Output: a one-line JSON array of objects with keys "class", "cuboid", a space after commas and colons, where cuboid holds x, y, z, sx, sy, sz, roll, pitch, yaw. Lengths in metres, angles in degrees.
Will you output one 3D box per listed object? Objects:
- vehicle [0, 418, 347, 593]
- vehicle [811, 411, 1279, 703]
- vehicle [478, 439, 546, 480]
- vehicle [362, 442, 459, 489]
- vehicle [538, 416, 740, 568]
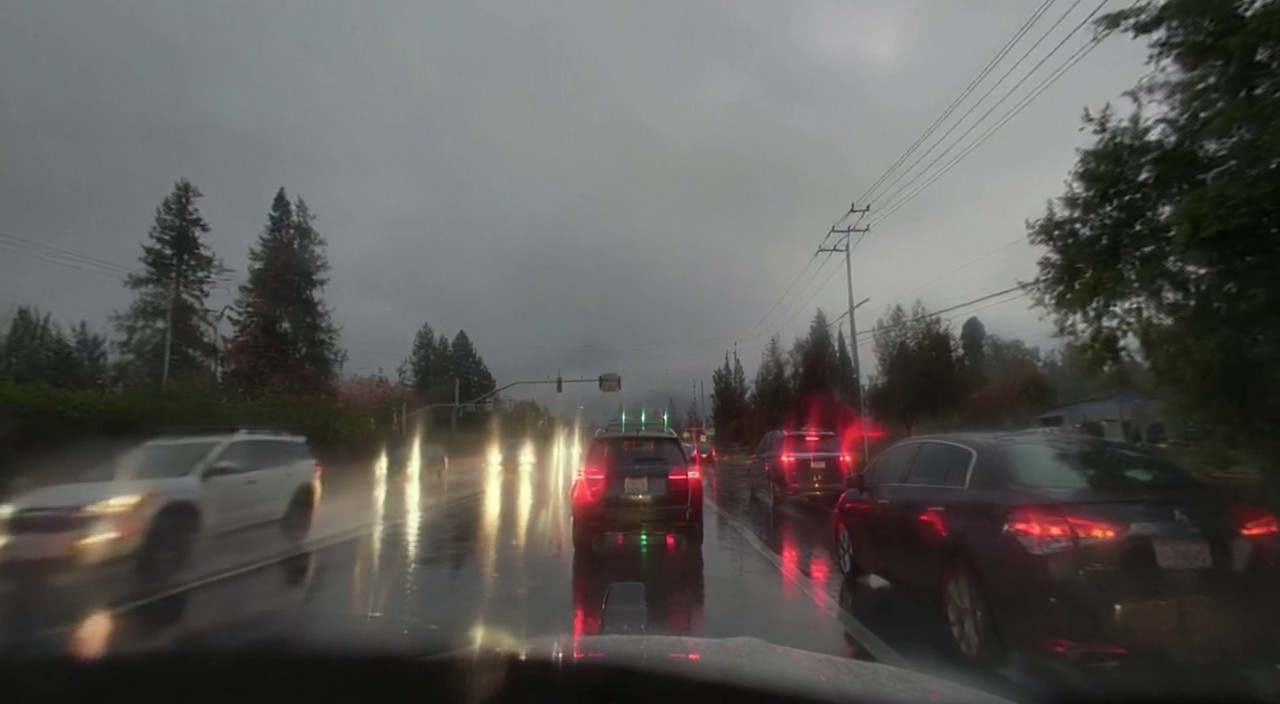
[{"class": "vehicle", "cuboid": [-6.185, 1.882, 8.675, 2.068, 1.739, 4.572, 0, -8, 0]}, {"class": "vehicle", "cuboid": [2.881, 1.313, 4.832, 1.950, 1.487, 4.275, 0, -8, 0]}, {"class": "vehicle", "cuboid": [-6.251, 5.319, 31.485, 2.328, 1.861, 4.891, 0, -8, 1]}, {"class": "vehicle", "cuboid": [-9.763, 4.846, 27.366, 2.230, 1.831, 4.941, 0, -8, 2]}, {"class": "vehicle", "cuboid": [0.002, 1.845, 9.042, 2.200, 1.653, 4.127, 0, -8, 0]}]
